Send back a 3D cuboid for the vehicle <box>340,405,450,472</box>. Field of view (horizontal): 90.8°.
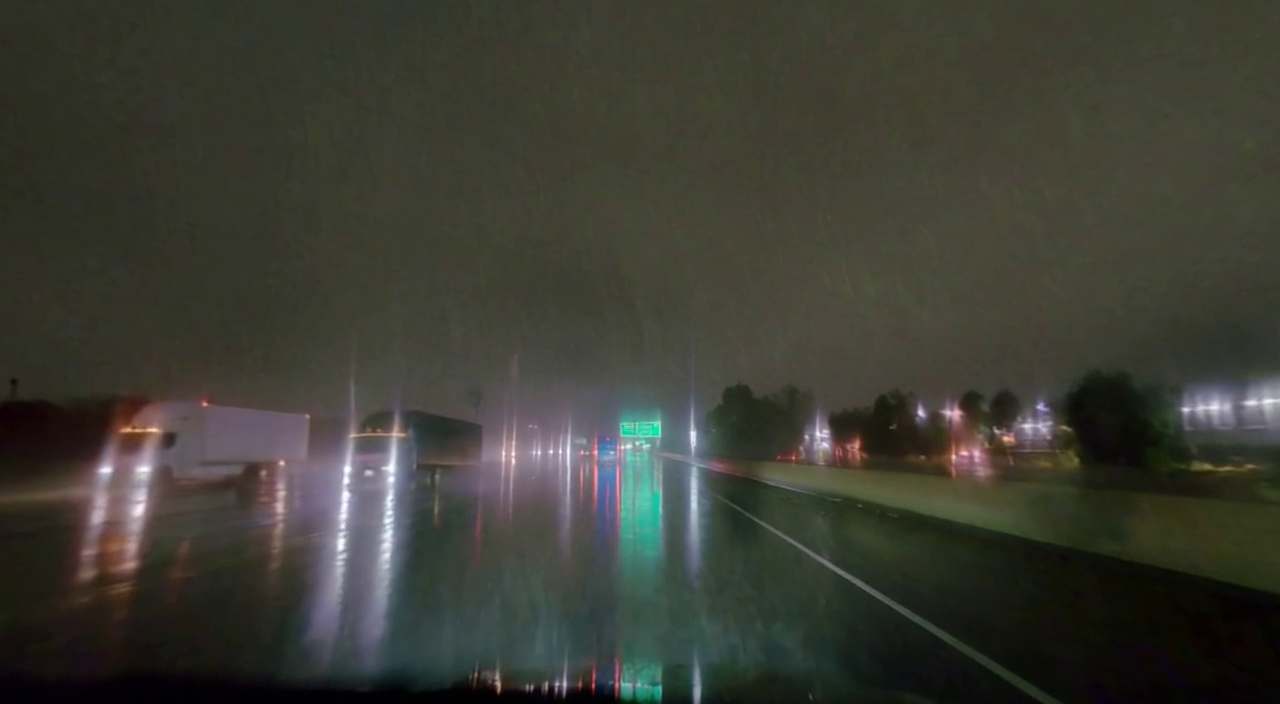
[{"bbox_3d":[-15.826,5.845,41.923,3.075,3.898,10.038,0,-9,1],"label":"vehicle"}]

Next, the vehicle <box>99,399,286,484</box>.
[{"bbox_3d":[-23.103,4.819,33.542,3.029,3.844,9.059,0,-9,1],"label":"vehicle"}]
